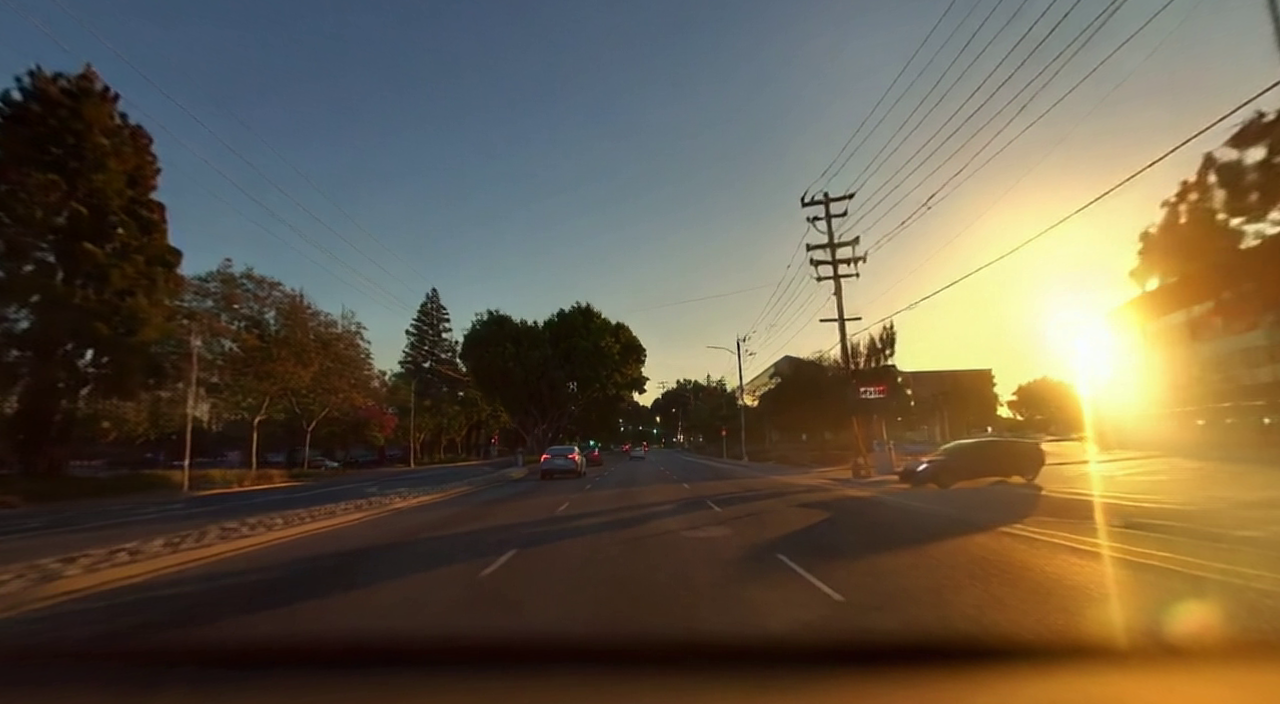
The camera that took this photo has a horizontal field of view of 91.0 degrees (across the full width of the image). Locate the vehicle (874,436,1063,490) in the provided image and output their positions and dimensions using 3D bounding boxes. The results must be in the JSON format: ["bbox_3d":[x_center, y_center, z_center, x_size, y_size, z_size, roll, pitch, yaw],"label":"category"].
[{"bbox_3d":[10.268,3.473,19.928,4.885,1.576,2.024,1,-9,-6],"label":"vehicle"}]

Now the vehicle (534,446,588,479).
[{"bbox_3d":[-3.719,5.279,30.368,2.076,1.444,4.328,0,-9,0],"label":"vehicle"}]
